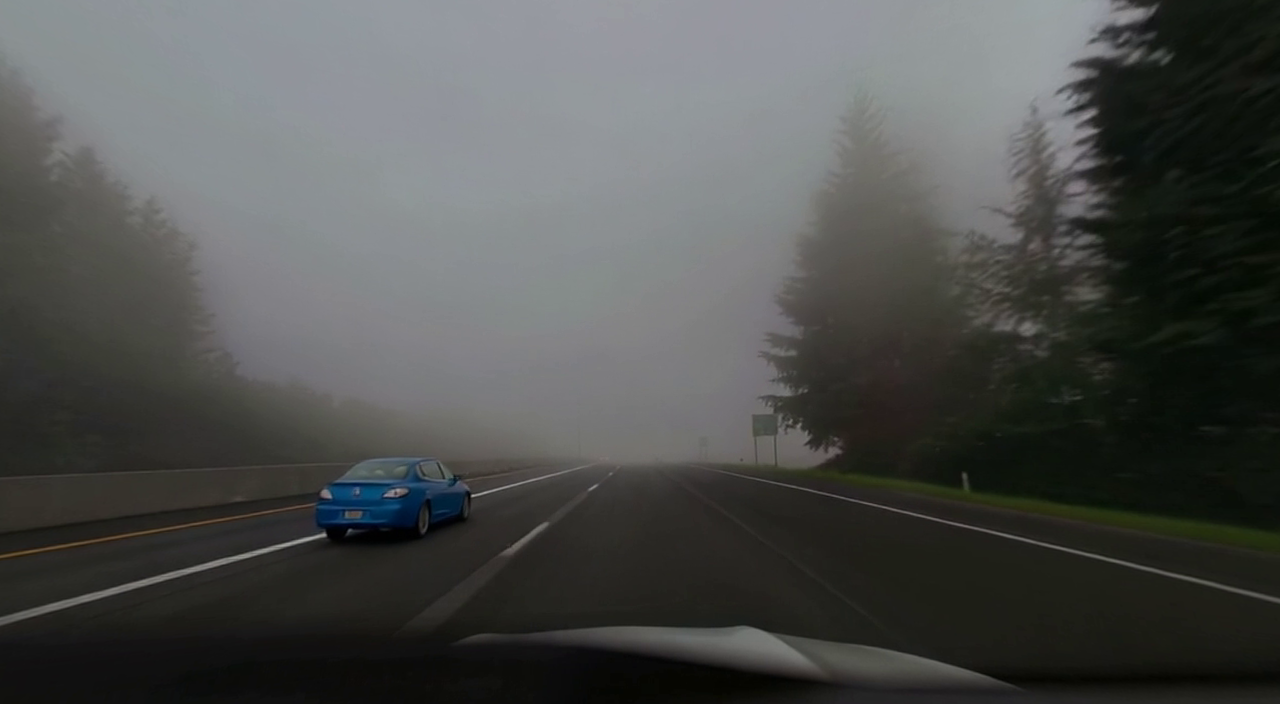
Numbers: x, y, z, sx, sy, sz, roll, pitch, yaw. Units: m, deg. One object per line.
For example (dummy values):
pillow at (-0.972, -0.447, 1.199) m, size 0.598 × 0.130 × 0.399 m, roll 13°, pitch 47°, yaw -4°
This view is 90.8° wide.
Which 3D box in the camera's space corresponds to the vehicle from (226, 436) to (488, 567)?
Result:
vehicle at (-3.865, 2.085, 9.536) m, size 2.121 × 1.537 × 3.852 m, roll 0°, pitch -9°, yaw 1°
